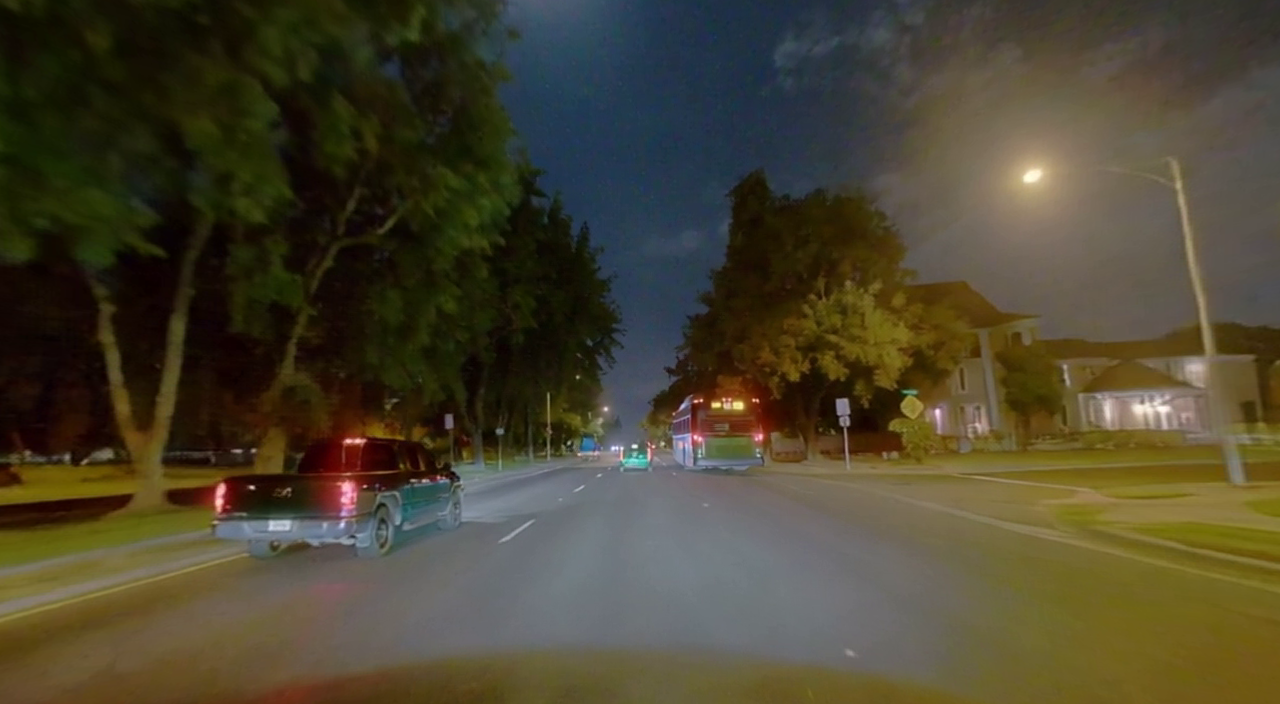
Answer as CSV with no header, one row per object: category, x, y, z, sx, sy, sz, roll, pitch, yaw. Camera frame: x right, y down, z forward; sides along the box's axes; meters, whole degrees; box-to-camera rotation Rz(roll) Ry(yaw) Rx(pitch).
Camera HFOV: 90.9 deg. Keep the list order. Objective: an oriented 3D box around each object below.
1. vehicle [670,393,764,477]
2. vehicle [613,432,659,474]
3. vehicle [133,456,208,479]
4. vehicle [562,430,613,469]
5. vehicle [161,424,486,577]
vehicle,3.303,4.170,31.070,3.059,3.264,12.623,-1,-8,0
vehicle,-0.158,4.923,30.885,2.074,1.849,5.137,-1,-8,1
vehicle,-33.831,8.300,45.614,1.745,1.441,4.693,-1,-8,1
vehicle,-2.949,5.718,36.955,2.513,2.066,5.820,-1,-8,0
vehicle,-3.825,1.874,8.811,2.109,1.543,4.535,-1,-8,1
